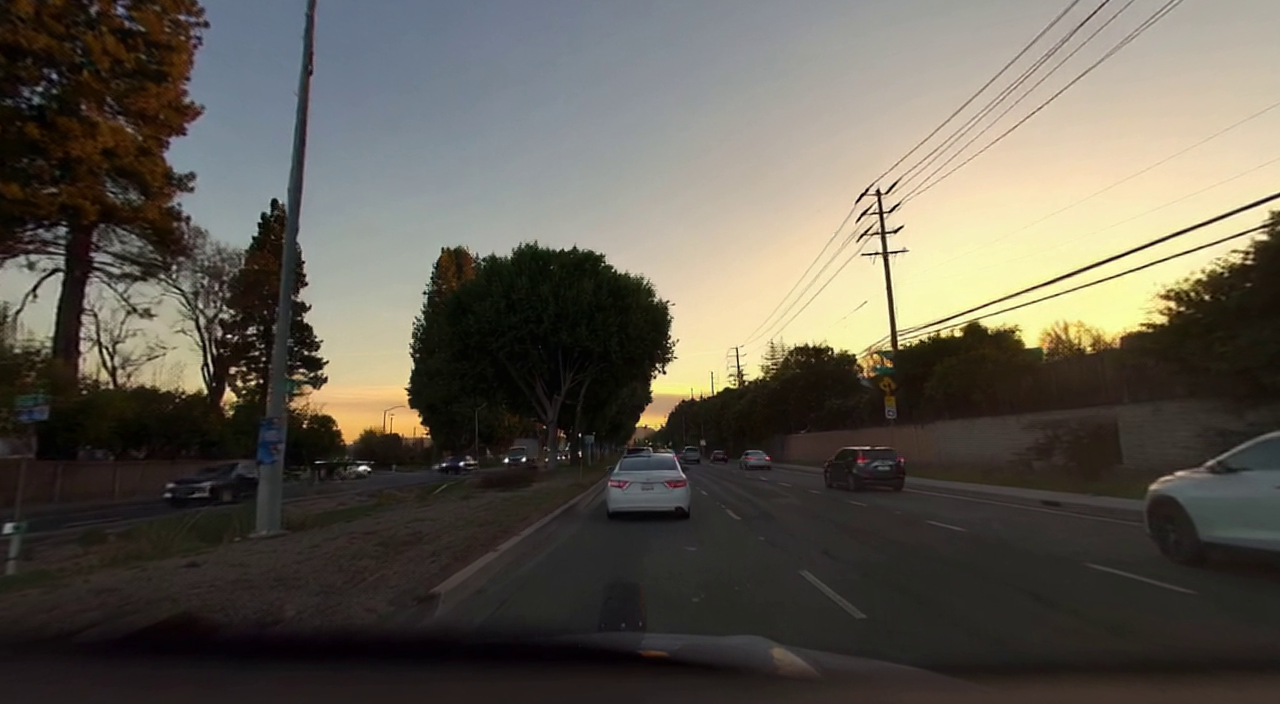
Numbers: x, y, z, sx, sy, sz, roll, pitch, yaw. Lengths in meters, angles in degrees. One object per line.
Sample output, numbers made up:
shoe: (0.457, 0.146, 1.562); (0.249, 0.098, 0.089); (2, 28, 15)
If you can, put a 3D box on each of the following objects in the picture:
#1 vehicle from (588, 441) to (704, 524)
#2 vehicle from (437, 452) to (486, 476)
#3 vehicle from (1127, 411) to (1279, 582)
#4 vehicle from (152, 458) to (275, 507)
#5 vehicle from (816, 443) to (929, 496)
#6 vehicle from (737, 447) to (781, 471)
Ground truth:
vehicle: (0.112, 2.663, 13.478); (2.108, 1.479, 3.935); (0, -8, 0)
vehicle: (-12.104, 7.633, 43.129); (1.942, 1.481, 4.621); (0, -8, 0)
vehicle: (7.209, 1.338, 5.709); (1.983, 1.649, 4.557); (0, -8, 1)
vehicle: (-15.047, 4.573, 22.516); (1.701, 1.494, 3.791); (0, -8, 0)
vehicle: (7.198, 3.647, 20.073); (1.850, 1.480, 4.474); (0, -8, 0)
vehicle: (7.680, 6.942, 41.132); (1.899, 1.458, 4.499); (0, -8, -1)
